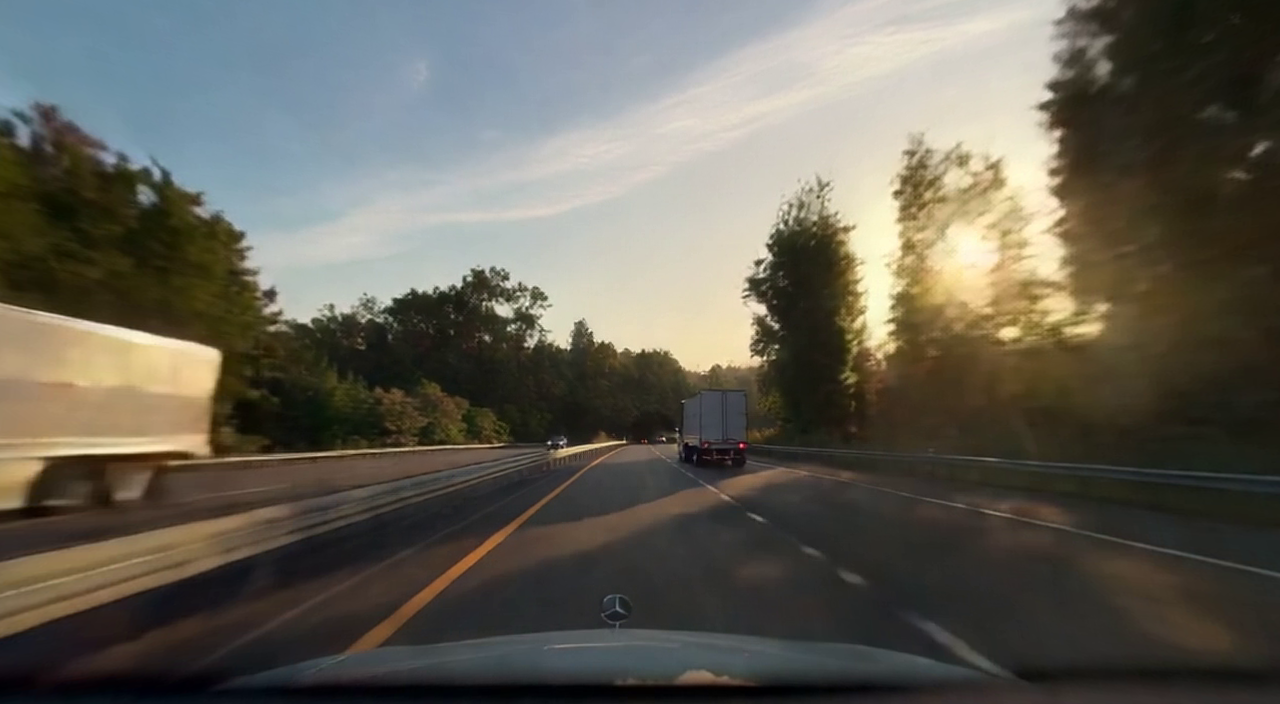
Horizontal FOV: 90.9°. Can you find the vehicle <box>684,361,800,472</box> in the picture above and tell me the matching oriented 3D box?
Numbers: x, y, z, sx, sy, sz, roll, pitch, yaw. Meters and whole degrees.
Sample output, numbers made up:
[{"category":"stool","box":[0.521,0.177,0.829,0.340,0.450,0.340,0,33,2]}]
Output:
[{"category":"vehicle","box":[4.168,3.225,29.851,2.951,4.007,13.976,0,-7,-1]}]

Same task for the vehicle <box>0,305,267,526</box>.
[{"category":"vehicle","box":[-13.230,1.677,15.627,2.903,4.077,8.147,0,-7,0]}]
